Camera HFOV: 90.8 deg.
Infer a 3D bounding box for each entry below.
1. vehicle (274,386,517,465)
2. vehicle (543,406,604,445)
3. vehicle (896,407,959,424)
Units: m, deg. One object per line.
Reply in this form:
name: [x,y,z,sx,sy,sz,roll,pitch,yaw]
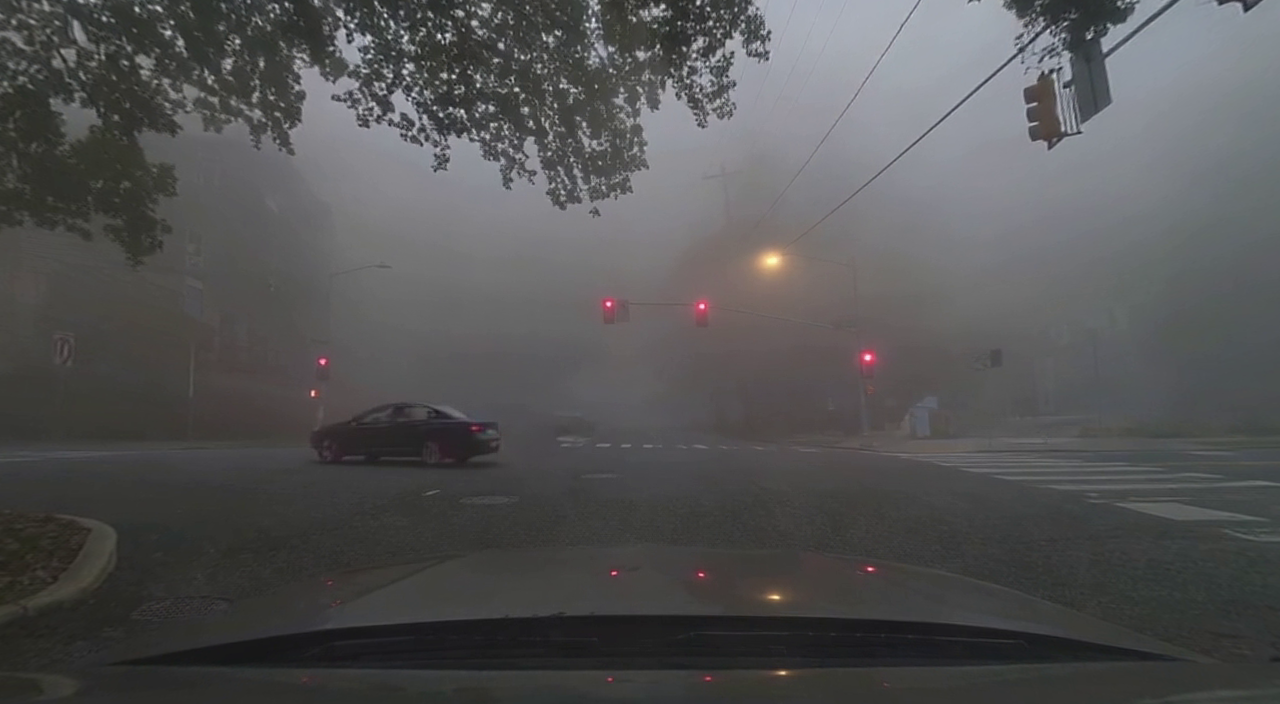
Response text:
vehicle: [-6.140,1.944,16.425,5.383,1.870,2.203,-1,-9,3]
vehicle: [-3.444,4.016,33.915,2.306,1.907,5.382,-1,-8,4]
vehicle: [22.018,4.901,48.454,3.933,1.219,1.700,-1,-9,3]
